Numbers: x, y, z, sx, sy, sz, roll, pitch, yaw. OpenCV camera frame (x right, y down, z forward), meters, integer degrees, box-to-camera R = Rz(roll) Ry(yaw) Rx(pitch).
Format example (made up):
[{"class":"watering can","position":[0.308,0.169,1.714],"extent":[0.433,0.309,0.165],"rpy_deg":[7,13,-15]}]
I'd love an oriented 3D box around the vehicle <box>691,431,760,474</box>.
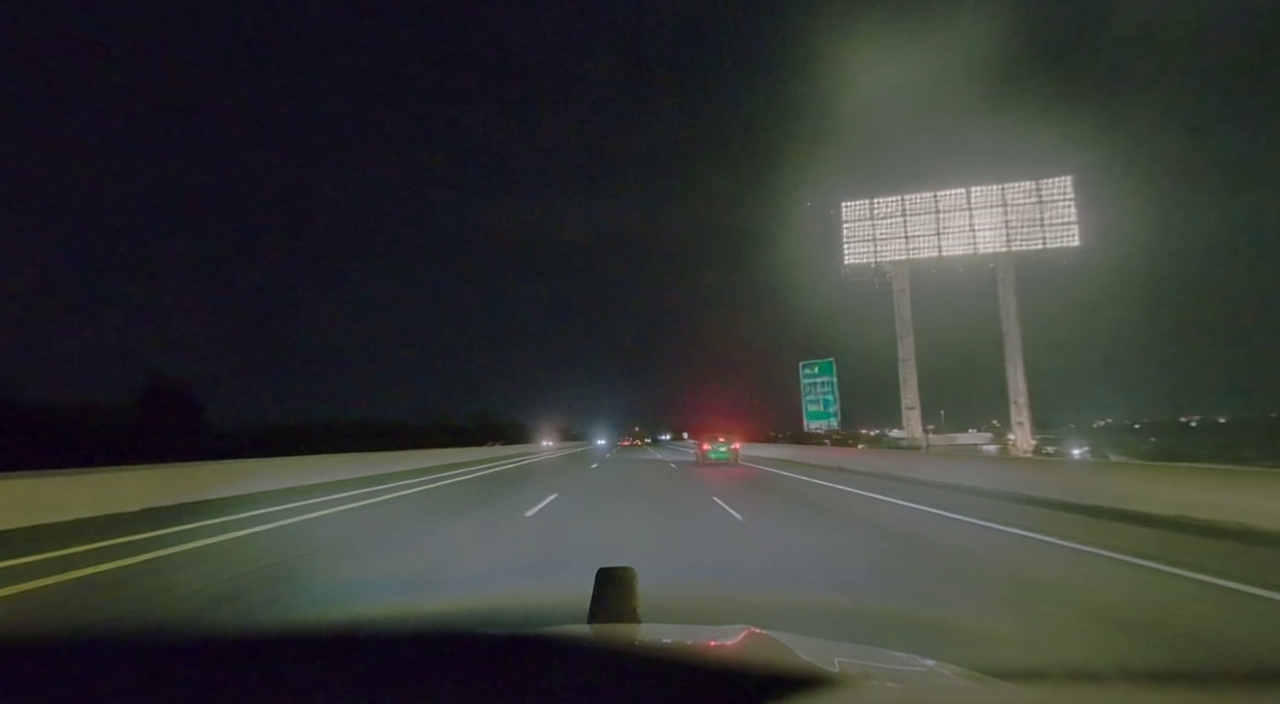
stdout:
[{"class":"vehicle","position":[3.158,3.808,24.040],"extent":[1.946,1.481,3.969],"rpy_deg":[0,-8,-1]}]
